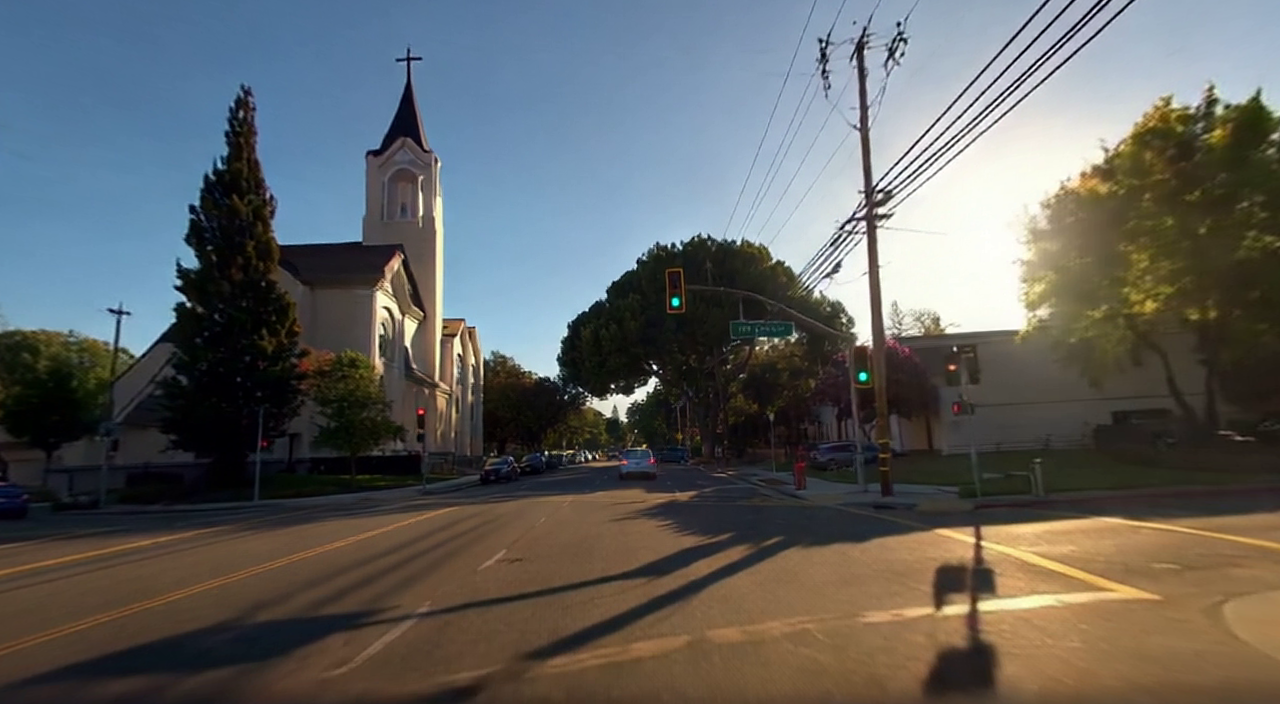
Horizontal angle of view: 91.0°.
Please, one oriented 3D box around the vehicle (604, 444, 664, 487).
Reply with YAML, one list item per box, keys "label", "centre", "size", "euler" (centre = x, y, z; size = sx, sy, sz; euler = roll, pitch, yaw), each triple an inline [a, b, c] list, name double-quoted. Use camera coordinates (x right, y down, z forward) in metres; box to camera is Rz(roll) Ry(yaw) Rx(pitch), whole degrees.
- label: "vehicle"
  centre: [-0.238, 4.296, 24.178]
  size: [2.093, 1.497, 4.010]
  euler: [0, -9, -1]
